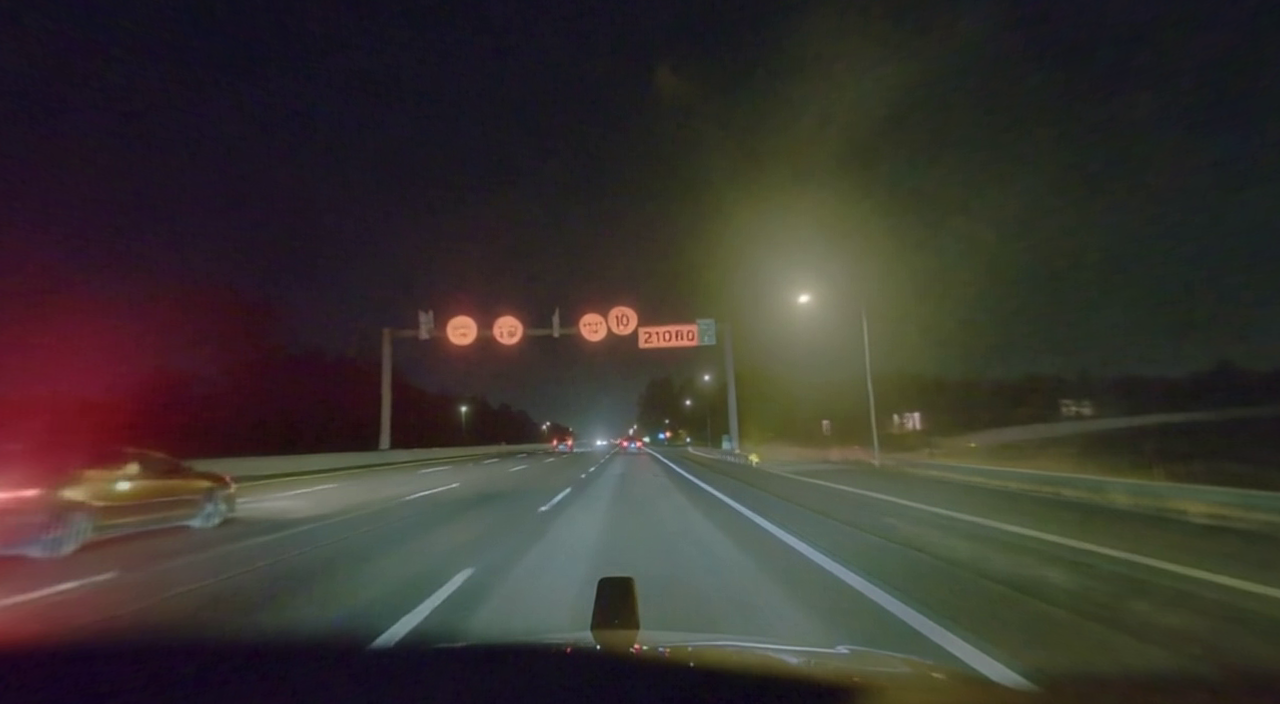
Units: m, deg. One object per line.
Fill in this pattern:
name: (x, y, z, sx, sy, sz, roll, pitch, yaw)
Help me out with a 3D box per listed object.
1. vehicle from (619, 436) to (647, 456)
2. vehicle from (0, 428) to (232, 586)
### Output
vehicle: (-0.571, 7.195, 48.088, 2.072, 1.440, 3.690, 0, -8, -1)
vehicle: (-7.138, 1.646, 7.112, 1.939, 1.504, 4.727, -1, -8, -1)
